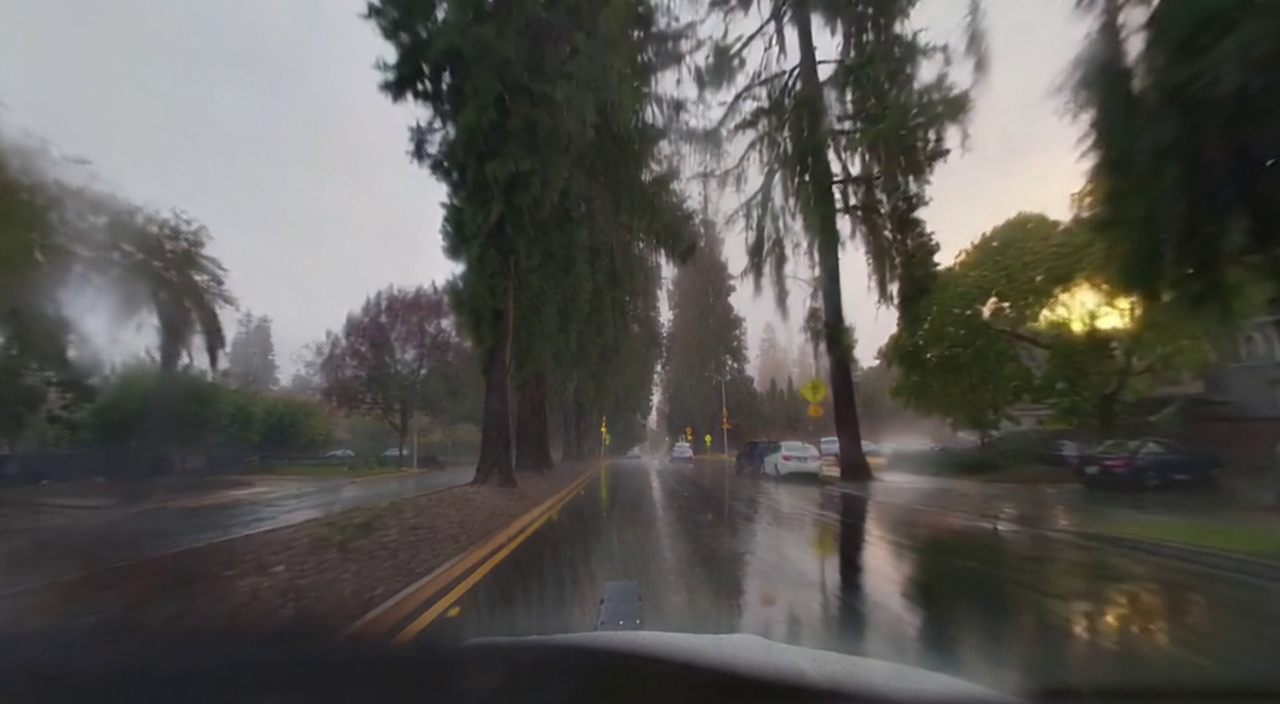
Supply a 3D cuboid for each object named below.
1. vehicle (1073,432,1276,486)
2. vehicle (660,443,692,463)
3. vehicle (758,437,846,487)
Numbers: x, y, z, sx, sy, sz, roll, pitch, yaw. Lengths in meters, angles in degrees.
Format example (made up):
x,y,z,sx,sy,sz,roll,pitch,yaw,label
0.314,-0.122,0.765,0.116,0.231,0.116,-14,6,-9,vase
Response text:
x,y,z,sx,sy,sz,roll,pitch,yaw,label
15.857,3.187,18.926,4.331,1.413,1.892,-1,-9,-1,vehicle
2.715,7.734,48.530,2.142,1.501,4.273,0,-8,-1,vehicle
6.286,4.334,25.215,2.040,1.710,5.200,2,-9,-1,vehicle
